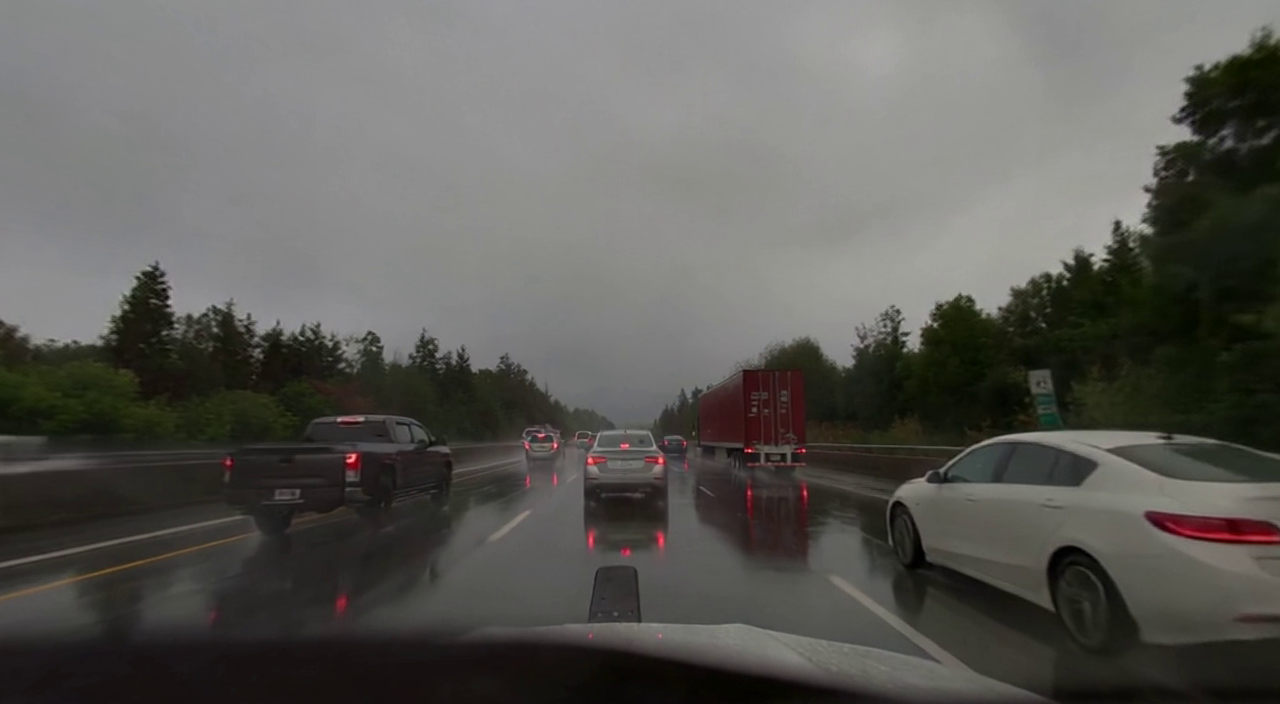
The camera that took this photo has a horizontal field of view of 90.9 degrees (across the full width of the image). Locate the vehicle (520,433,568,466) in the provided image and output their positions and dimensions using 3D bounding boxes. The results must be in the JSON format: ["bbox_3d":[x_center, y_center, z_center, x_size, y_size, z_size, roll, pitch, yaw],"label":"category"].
[{"bbox_3d":[-5.082,5.197,33.909,1.971,1.648,3.983,0,-8,-1],"label":"vehicle"}]

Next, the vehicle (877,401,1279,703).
[{"bbox_3d":[3.568,1.230,4.769,1.951,1.477,3.963,0,-8,-1],"label":"vehicle"}]

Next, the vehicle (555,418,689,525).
[{"bbox_3d":[-0.324,2.125,11.791,2.083,1.647,3.799,0,-8,-2],"label":"vehicle"}]

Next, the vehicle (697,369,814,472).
[{"bbox_3d":[5.282,3.705,32.366,2.888,4.135,14.071,0,-8,-2],"label":"vehicle"}]

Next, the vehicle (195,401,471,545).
[{"bbox_3d":[-4.426,1.819,10.180,2.101,1.767,4.702,0,-8,-1],"label":"vehicle"}]
